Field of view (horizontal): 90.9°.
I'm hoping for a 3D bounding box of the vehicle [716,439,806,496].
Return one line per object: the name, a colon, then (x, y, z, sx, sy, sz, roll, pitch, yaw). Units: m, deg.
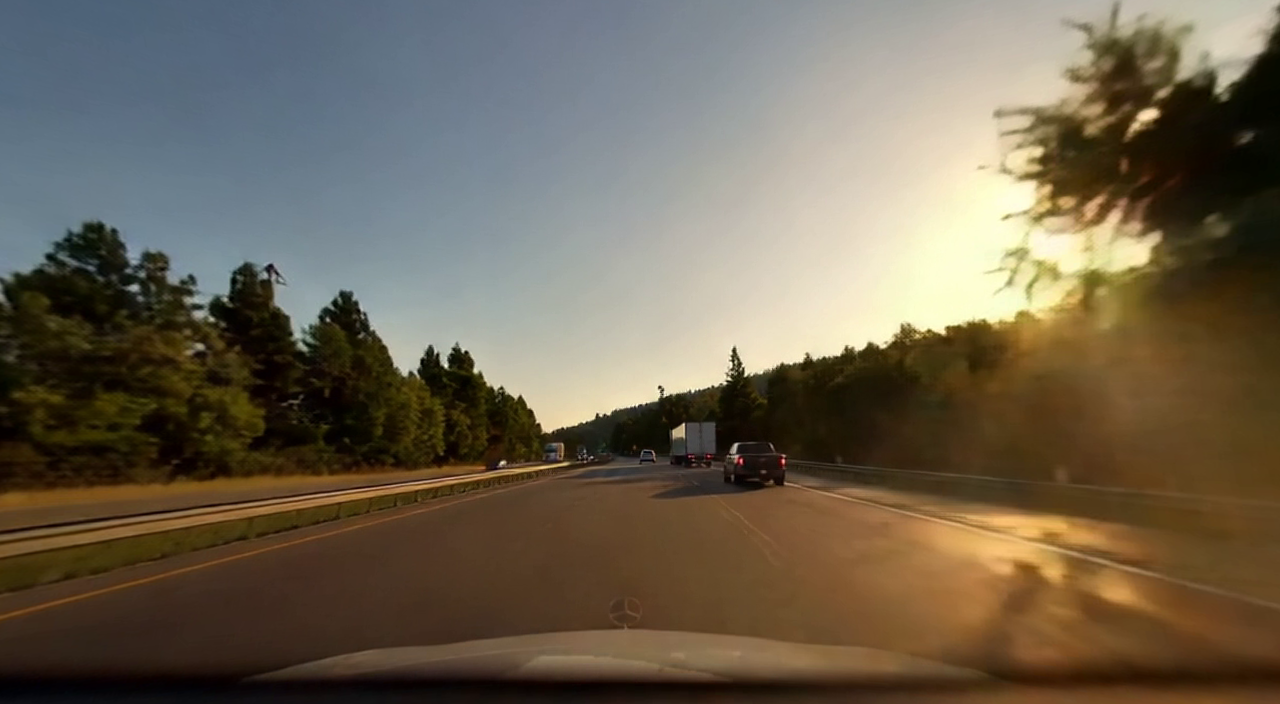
vehicle: (3.832, 3.737, 20.747, 2.096, 1.653, 4.185, 0, -9, 0)
